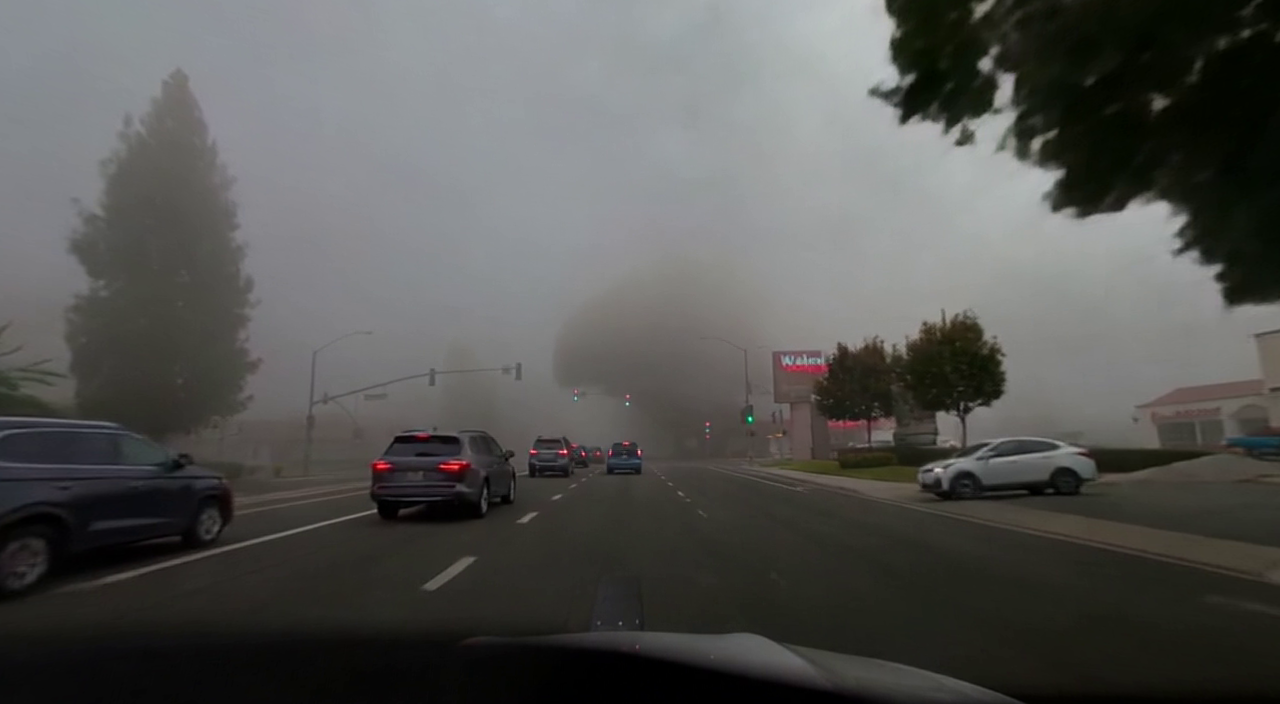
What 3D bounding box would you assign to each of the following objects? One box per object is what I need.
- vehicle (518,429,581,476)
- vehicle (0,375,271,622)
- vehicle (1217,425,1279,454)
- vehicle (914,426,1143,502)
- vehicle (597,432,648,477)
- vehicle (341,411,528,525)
[{"bbox_3d":[-4.153,4.749,30.111,2.252,1.999,5.605,0,-8,-1],"label":"vehicle"},{"bbox_3d":[-5.924,1.316,6.217,2.093,1.803,4.668,0,-8,-6],"label":"vehicle"},{"bbox_3d":[32.346,4.408,31.923,4.438,1.423,1.897,0,-8,0],"label":"vehicle"},{"bbox_3d":[9.813,2.798,16.157,4.734,1.726,2.039,1,-8,-11],"label":"vehicle"},{"bbox_3d":[-0.761,4.505,27.937,2.061,1.809,4.141,0,-8,-1],"label":"vehicle"},{"bbox_3d":[-3.873,2.291,13.074,2.159,1.877,4.925,0,-8,1],"label":"vehicle"}]
